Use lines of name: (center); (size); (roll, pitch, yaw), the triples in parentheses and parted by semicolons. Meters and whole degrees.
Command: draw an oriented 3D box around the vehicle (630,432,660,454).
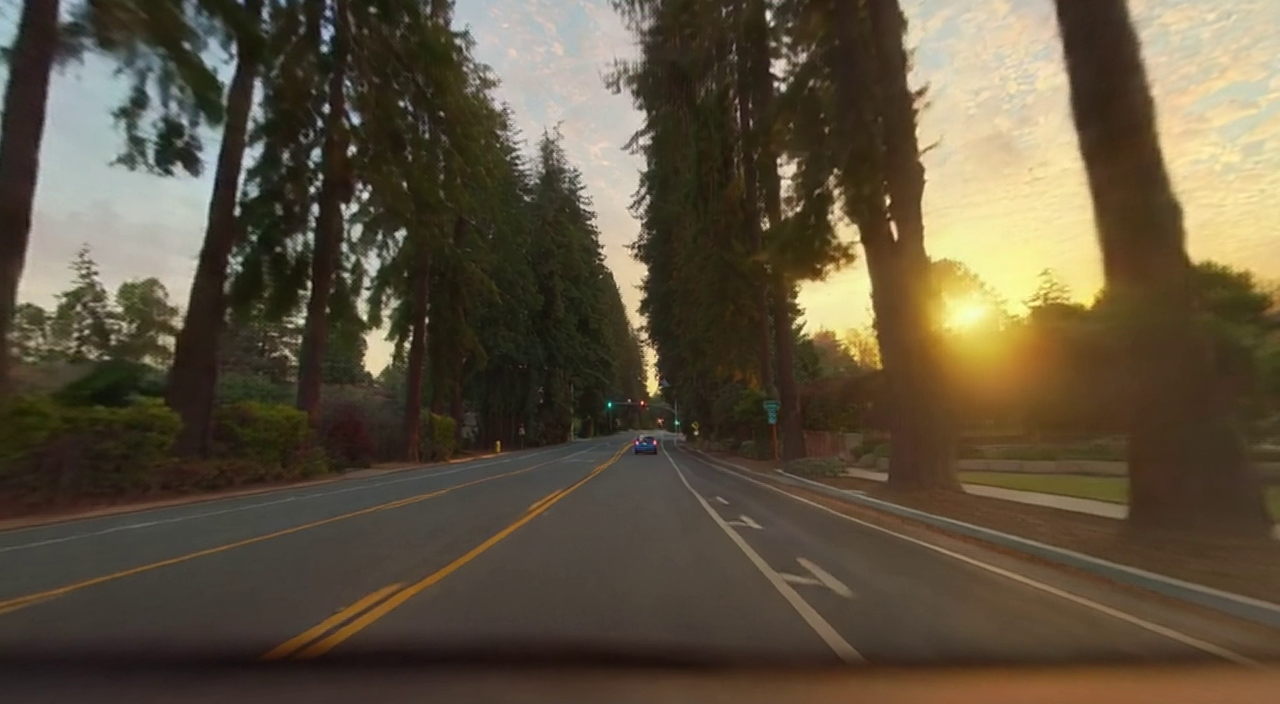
vehicle: (0.360, 6.497, 45.001); (2.067, 1.486, 3.861); (0, -9, 1)
